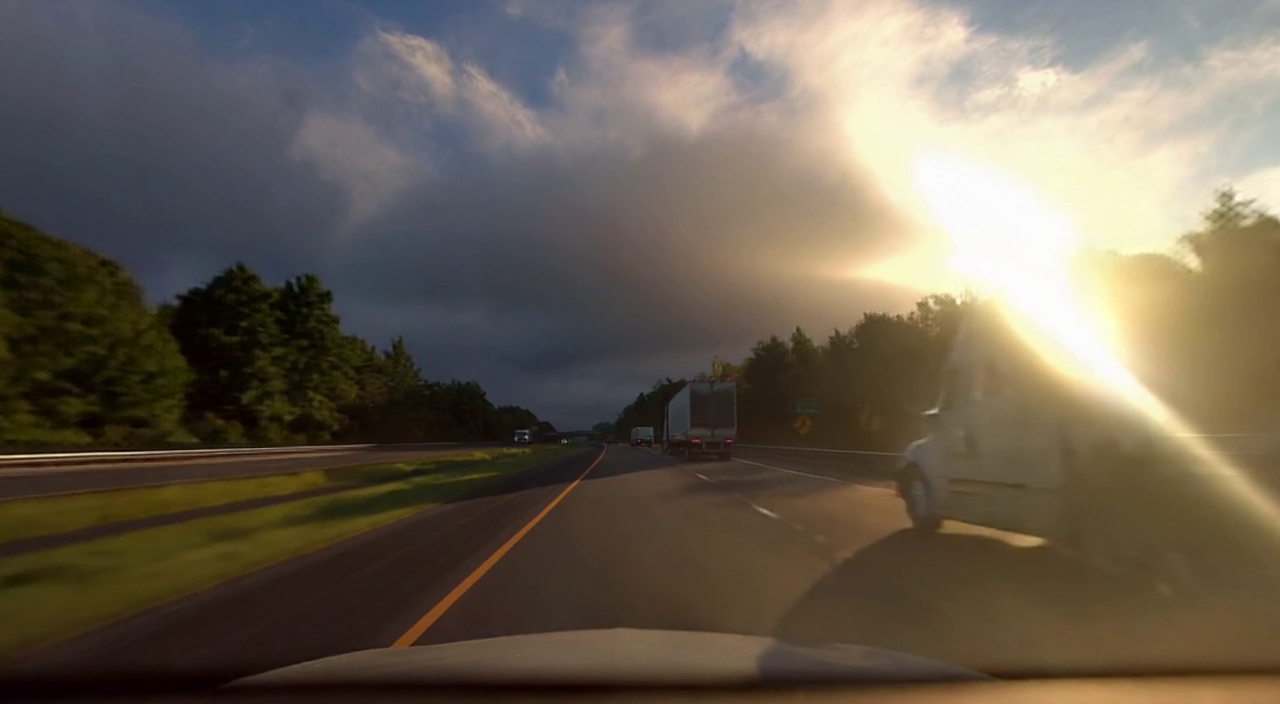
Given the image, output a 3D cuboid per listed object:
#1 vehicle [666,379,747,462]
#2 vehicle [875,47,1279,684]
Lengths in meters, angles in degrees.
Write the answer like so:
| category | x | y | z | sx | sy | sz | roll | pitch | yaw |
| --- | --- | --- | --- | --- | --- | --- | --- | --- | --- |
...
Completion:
| category | x | y | z | sx | sy | sz | roll | pitch | yaw |
| --- | --- | --- | --- | --- | --- | --- | --- | --- | --- |
| vehicle | 3.496 | 4.169 | 36.931 | 2.974 | 4.003 | 12.849 | 1 | -8 | -2 |
| vehicle | 4.867 | 0.262 | 4.777 | 2.938 | 3.358 | 8.114 | 0 | -8 | 0 |
